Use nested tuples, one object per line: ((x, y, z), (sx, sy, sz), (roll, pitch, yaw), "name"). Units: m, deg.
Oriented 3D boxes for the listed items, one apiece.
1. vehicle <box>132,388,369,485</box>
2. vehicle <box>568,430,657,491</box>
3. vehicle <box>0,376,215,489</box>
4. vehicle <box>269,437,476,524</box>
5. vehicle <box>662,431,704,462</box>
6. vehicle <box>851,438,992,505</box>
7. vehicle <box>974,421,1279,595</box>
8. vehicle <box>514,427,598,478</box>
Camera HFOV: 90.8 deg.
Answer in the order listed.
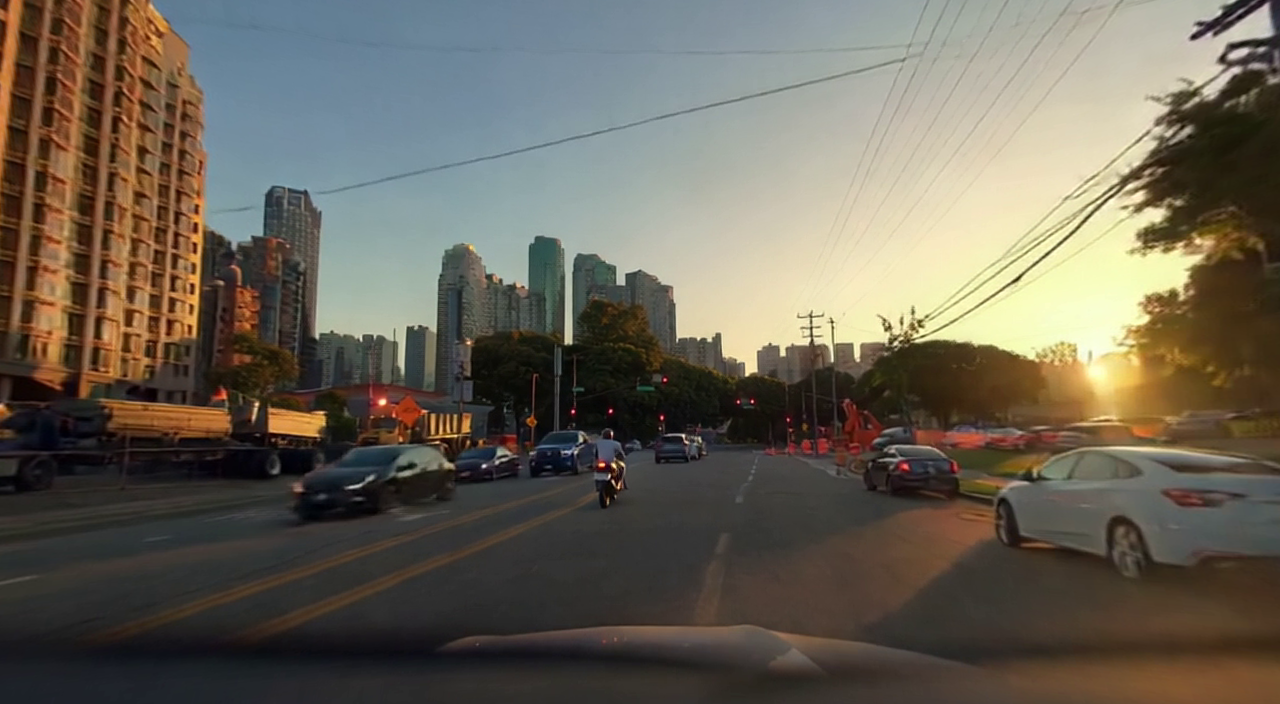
((-14.765, 3.437, 25.317), (2.990, 3.144, 9.080), (-1, -8, 6), "vehicle")
((-0.690, 3.233, 19.151), (1.925, 1.602, 4.090), (-2, -8, 9), "vehicle")
((-20.860, 3.033, 23.768), (3.283, 3.441, 8.669), (-1, -7, 4), "vehicle")
((-5.343, 2.606, 13.532), (2.105, 1.509, 4.753), (-1, -8, 4), "vehicle")
((3.027, 6.409, 42.945), (2.295, 1.929, 5.498), (-2, -8, 9), "vehicle")
((6.987, 2.986, 16.292), (1.973, 1.457, 4.522), (-1, -8, 6), "vehicle")
((5.977, 1.792, 7.580), (1.891, 1.442, 4.560), (-2, -13, 7), "vehicle")
((-3.379, 4.255, 26.990), (2.222, 1.911, 5.988), (-1, -8, 6), "vehicle")
